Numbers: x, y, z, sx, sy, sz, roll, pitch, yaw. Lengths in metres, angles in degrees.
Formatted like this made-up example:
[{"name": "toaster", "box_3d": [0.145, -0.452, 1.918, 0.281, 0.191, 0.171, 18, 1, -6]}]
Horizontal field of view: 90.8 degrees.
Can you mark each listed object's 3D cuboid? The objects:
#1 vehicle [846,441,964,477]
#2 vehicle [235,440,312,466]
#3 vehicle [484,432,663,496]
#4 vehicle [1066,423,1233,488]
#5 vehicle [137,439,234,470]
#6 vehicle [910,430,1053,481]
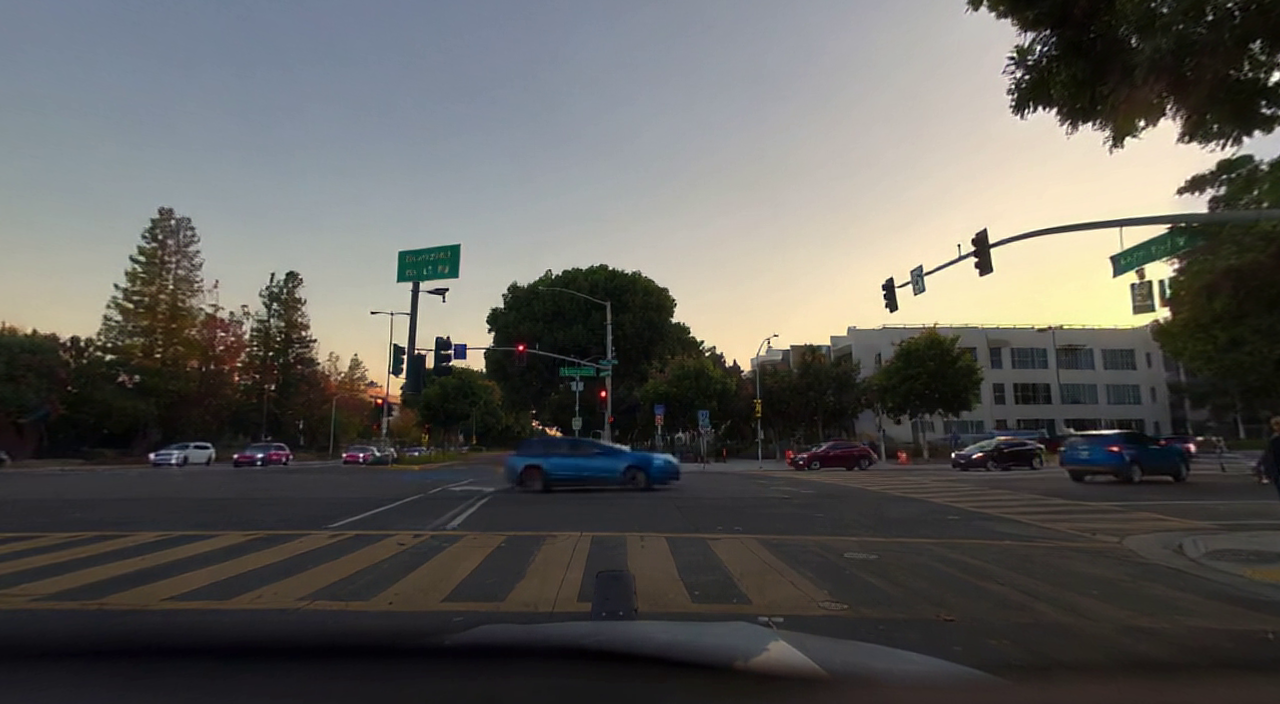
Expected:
[{"name": "vehicle", "box_3d": [11.482, 4.621, 27.526, 4.317, 1.491, 1.896, 1, -9, -11]}, {"name": "vehicle", "box_3d": [-27.992, 7.701, 48.568, 2.388, 1.858, 6.056, 0, -8, -2]}, {"name": "vehicle", "box_3d": [-1.719, 2.959, 16.913, 4.312, 1.540, 2.007, -3, -9, 17]}, {"name": "vehicle", "box_3d": [15.759, 3.162, 19.545, 4.509, 1.821, 2.066, 4, -9, -25]}, {"name": "vehicle", "box_3d": [-31.332, 7.081, 43.869, 2.456, 1.961, 5.978, 0, -8, -3]}, {"name": "vehicle", "box_3d": [13.001, 3.918, 24.091, 4.742, 1.762, 2.180, 3, -9, -22]}]
